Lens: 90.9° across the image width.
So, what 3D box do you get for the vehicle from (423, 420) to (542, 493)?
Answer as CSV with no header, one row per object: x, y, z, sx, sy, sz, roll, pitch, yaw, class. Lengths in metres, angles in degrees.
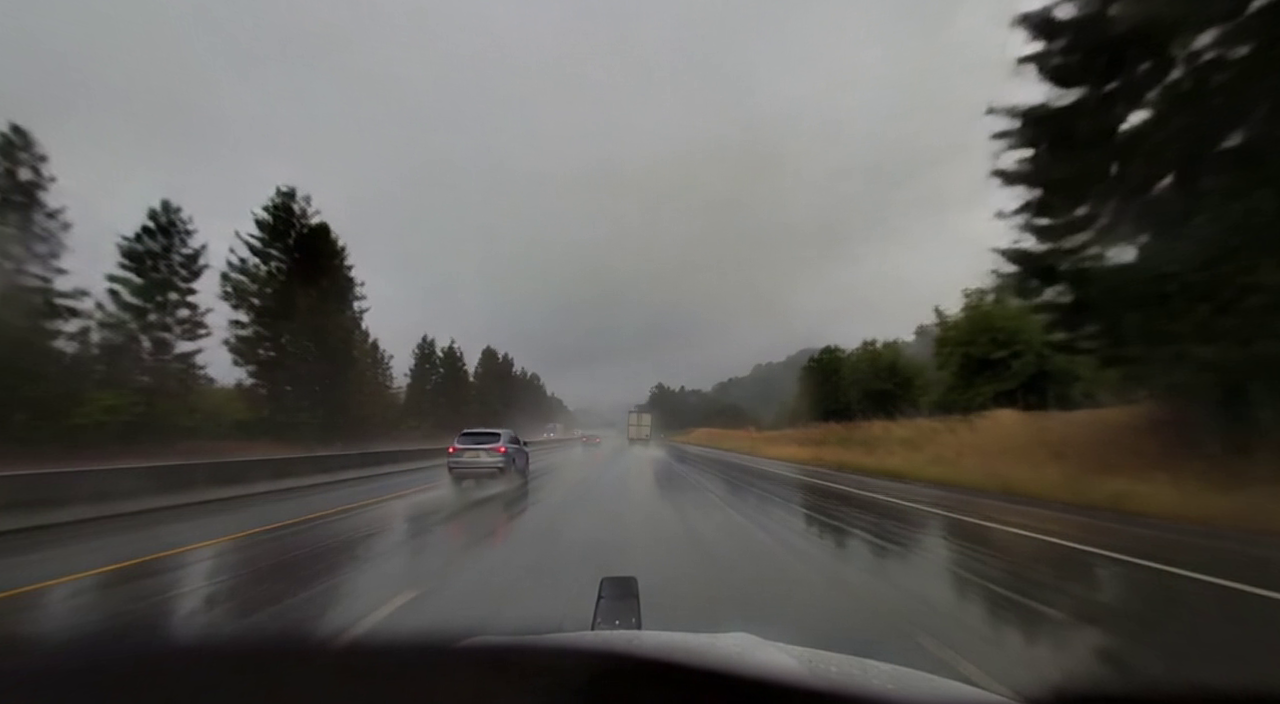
-3.952,2.680,16.617,2.045,1.655,4.301,0,-8,0,vehicle

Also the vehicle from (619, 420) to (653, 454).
-0.318,6.570,48.684,2.526,2.531,5.026,0,-8,-1,vehicle
